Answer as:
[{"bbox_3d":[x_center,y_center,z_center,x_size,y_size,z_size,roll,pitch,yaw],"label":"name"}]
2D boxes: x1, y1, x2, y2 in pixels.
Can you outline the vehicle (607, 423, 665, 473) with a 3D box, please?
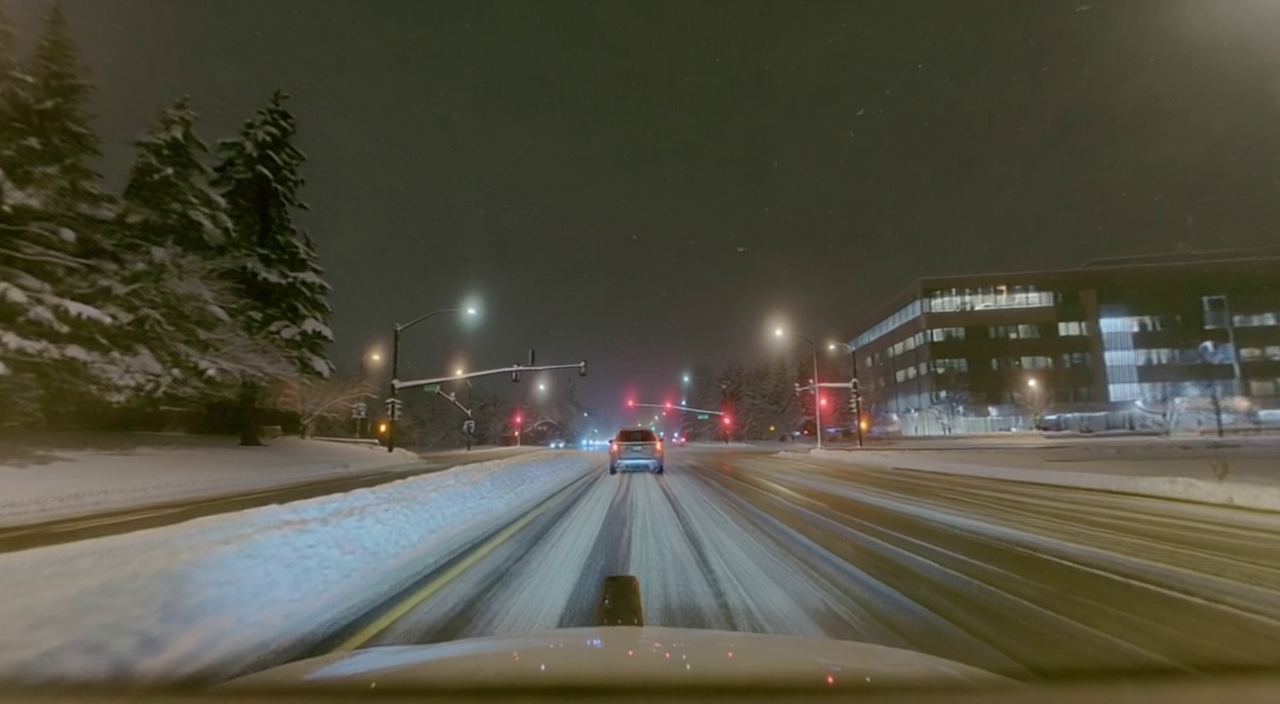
[{"bbox_3d":[-0.203,4.090,26.994,2.267,1.926,4.708,0,-9,-1],"label":"vehicle"}]
